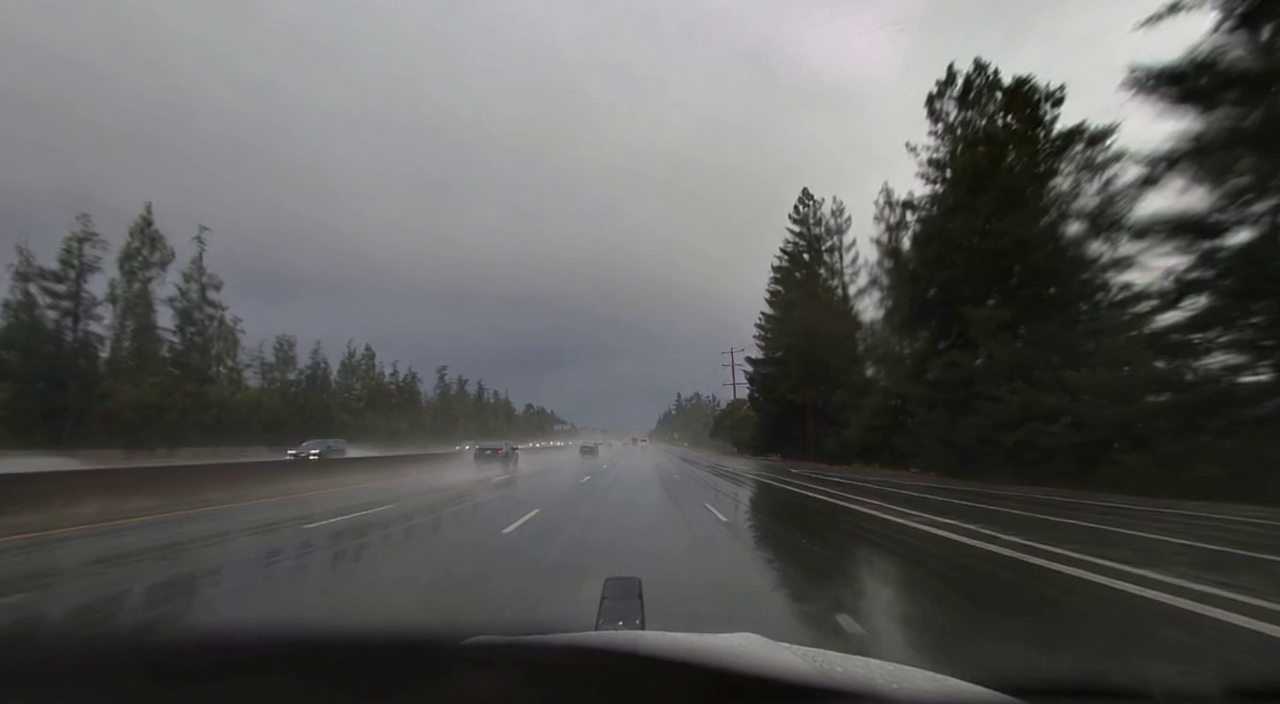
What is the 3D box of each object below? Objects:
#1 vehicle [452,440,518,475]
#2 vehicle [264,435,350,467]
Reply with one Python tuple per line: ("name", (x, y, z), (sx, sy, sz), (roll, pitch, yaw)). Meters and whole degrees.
("vehicle", (-7.445, 5.134, 30.700), (2.034, 1.563, 4.476), (0, -9, 1))
("vehicle", (-21.635, 6.495, 41.251), (2.357, 1.929, 5.744), (0, -9, 1))
